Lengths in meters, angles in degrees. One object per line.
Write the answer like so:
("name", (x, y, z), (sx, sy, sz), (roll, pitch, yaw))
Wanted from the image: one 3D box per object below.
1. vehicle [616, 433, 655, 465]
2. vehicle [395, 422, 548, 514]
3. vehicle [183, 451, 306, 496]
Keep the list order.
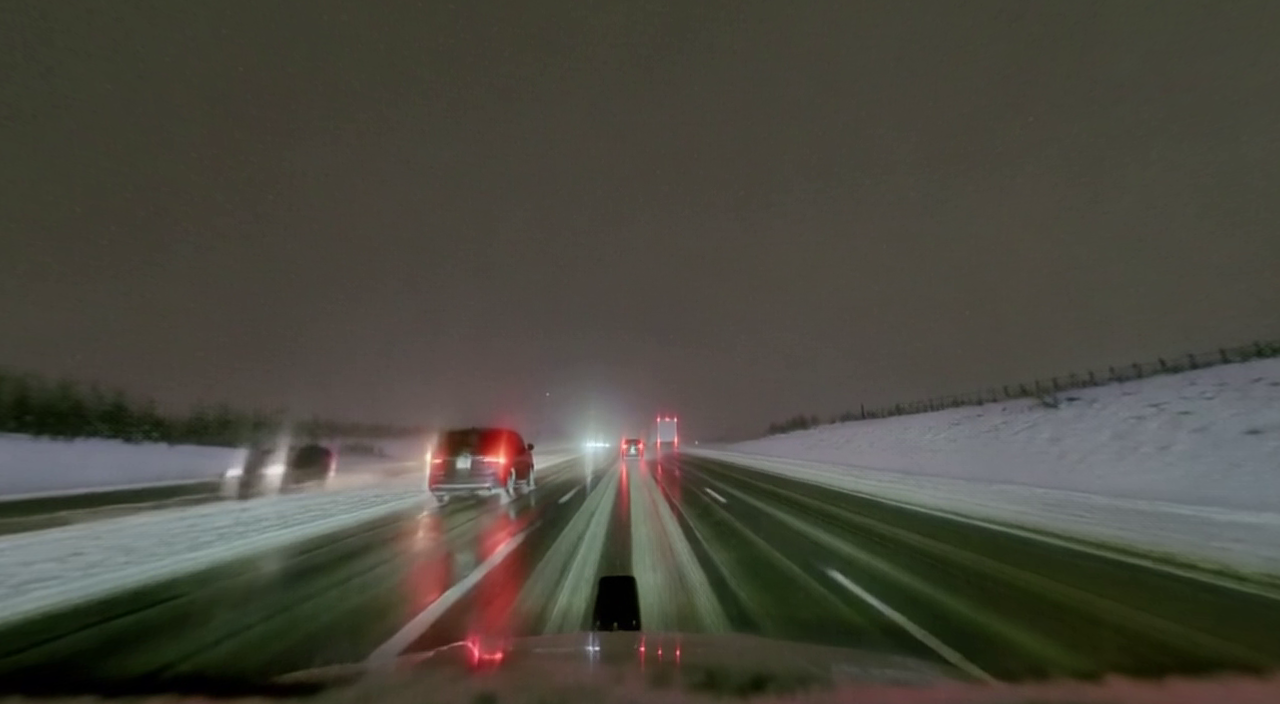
("vehicle", (-0.355, 6.487, 42.231), (2.456, 2.007, 4.728), (0, -8, -2))
("vehicle", (-3.617, 2.581, 14.571), (2.326, 1.761, 4.450), (0, -8, 0))
("vehicle", (-15.287, 4.678, 24.700), (1.933, 1.496, 4.597), (0, -8, -1))
